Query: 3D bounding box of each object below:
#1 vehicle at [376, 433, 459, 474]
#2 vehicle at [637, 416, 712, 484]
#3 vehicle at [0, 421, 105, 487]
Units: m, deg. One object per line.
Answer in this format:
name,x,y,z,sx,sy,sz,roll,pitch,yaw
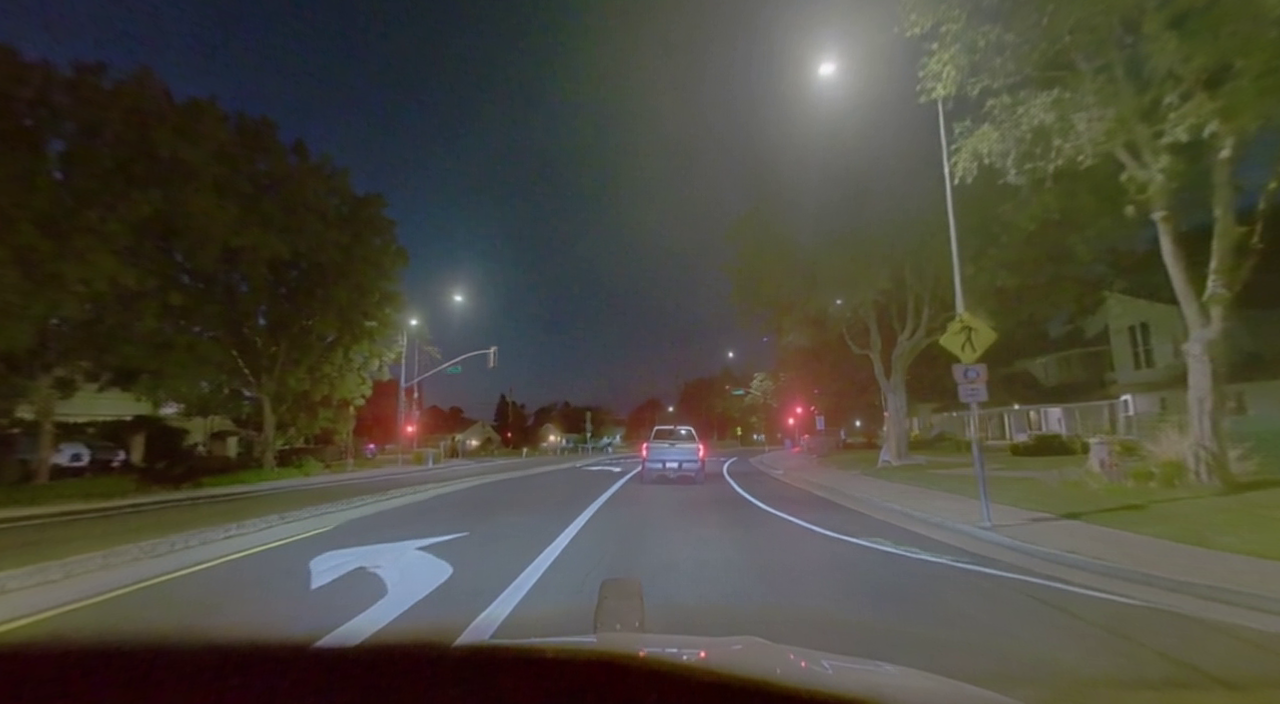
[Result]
vehicle,-11.405,5.199,32.768,2.053,1.822,4.852,-2,-6,7
vehicle,1.182,3.146,20.557,2.153,1.942,4.767,-1,-8,5
vehicle,-21.336,3.426,20.778,5.208,1.960,2.385,-3,-8,-3
